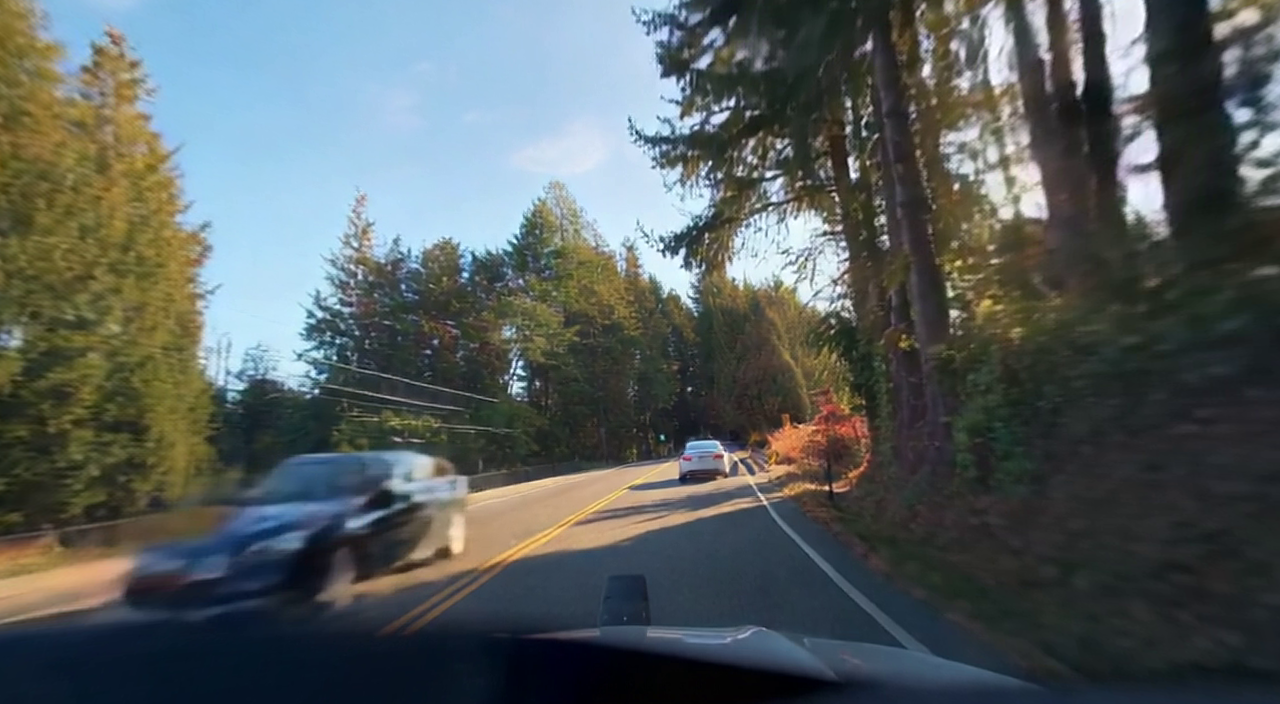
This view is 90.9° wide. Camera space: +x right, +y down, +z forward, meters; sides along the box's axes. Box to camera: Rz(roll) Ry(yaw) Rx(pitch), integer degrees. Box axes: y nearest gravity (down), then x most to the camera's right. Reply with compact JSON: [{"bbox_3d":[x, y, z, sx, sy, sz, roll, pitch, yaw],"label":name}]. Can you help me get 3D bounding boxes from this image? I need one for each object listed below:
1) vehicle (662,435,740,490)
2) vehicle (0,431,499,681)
[{"bbox_3d":[2.015,3.574,20.785,2.274,1.583,4.349,-1,-9,6],"label":"vehicle"},{"bbox_3d":[-3.084,1.643,6.295,2.143,1.586,4.238,0,-9,3],"label":"vehicle"}]
